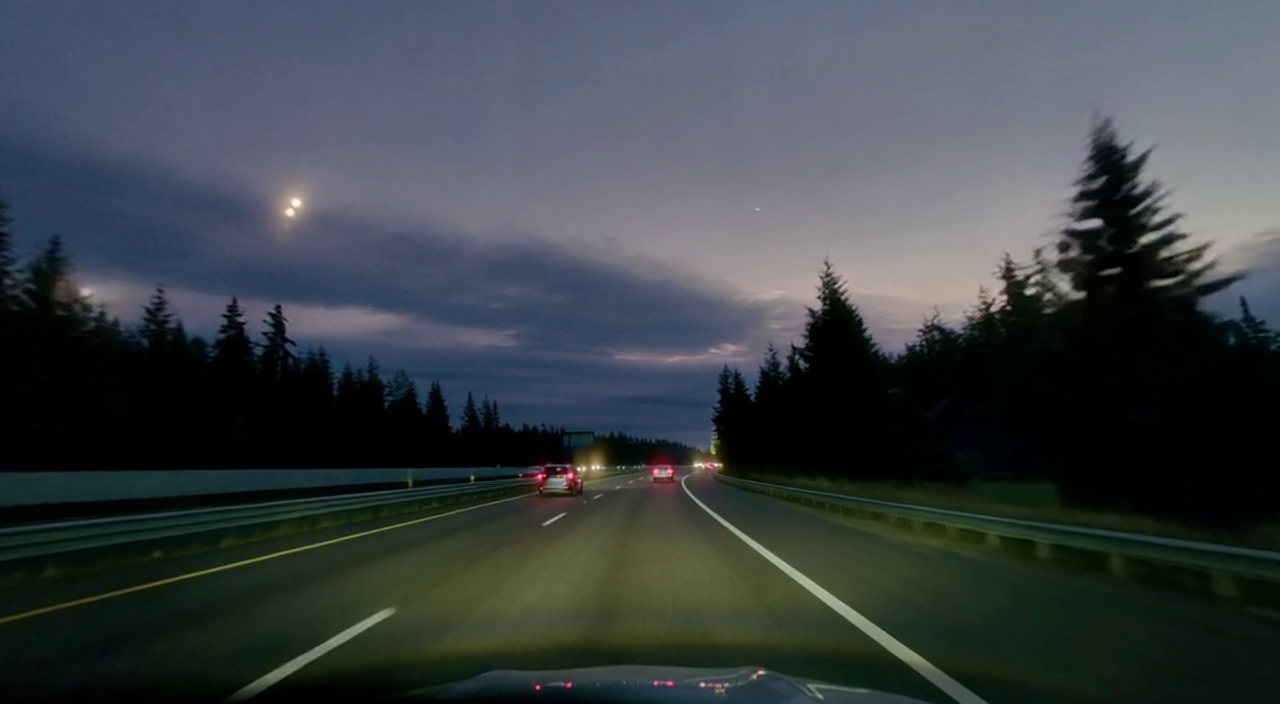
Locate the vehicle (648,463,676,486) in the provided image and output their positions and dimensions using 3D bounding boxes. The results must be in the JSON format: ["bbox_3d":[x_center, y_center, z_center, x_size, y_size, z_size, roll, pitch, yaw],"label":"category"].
[{"bbox_3d":[1.619,9.108,46.814,2.000,1.594,3.996,1,-10,2],"label":"vehicle"}]

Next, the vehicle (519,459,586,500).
[{"bbox_3d":[-3.671,5.468,27.286,2.063,1.556,4.740,1,-10,1],"label":"vehicle"}]
